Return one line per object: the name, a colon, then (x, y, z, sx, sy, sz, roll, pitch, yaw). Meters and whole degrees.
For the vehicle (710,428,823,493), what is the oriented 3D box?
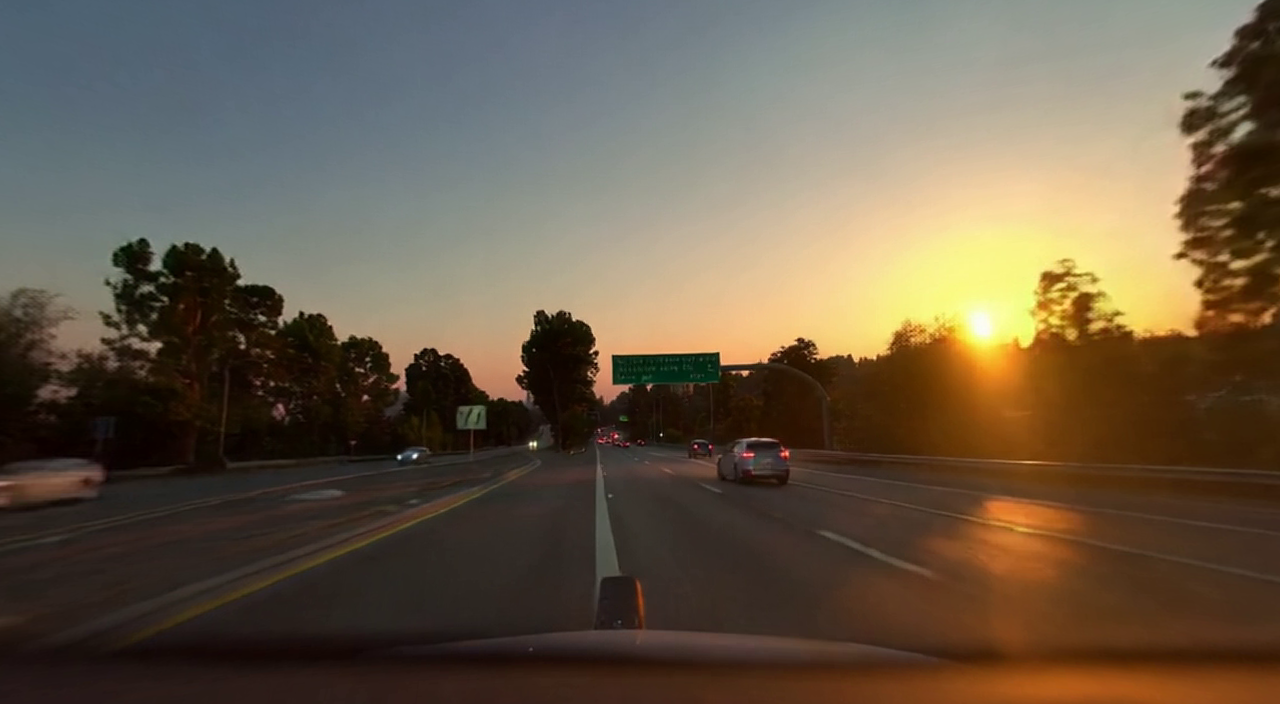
vehicle: (3.568, 3.175, 18.833, 2.066, 1.683, 4.675, 0, -8, -5)
